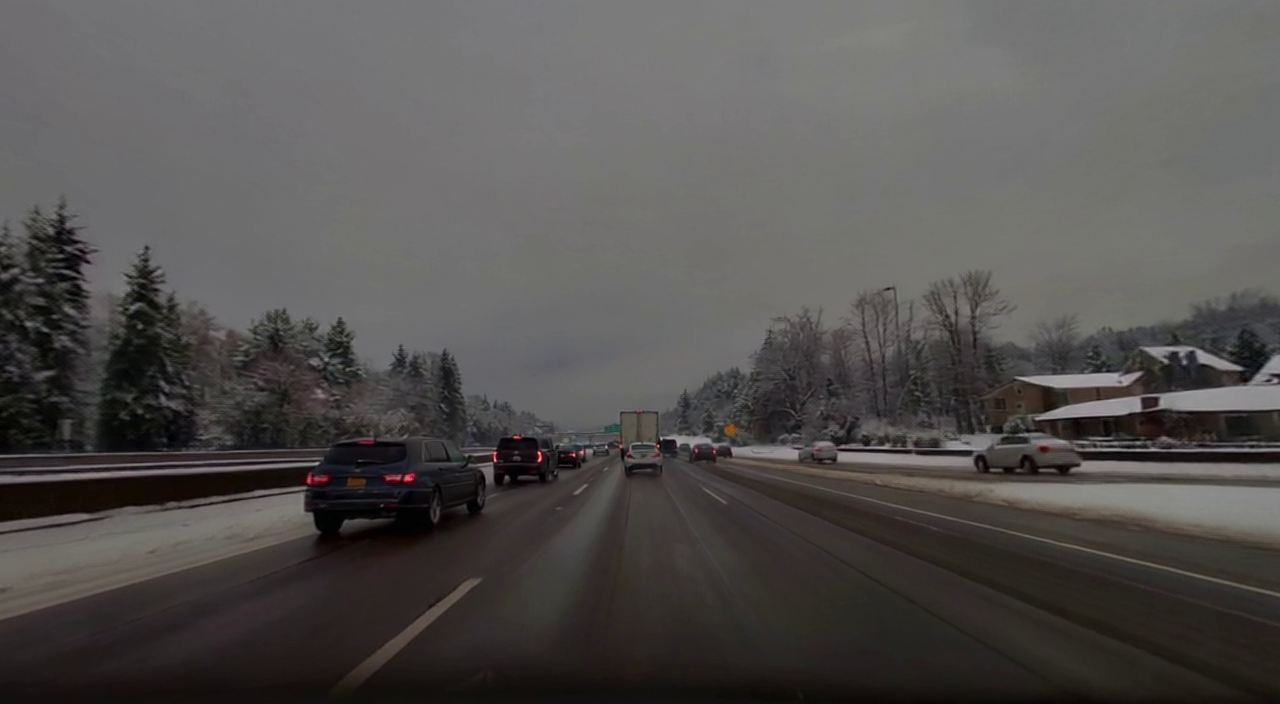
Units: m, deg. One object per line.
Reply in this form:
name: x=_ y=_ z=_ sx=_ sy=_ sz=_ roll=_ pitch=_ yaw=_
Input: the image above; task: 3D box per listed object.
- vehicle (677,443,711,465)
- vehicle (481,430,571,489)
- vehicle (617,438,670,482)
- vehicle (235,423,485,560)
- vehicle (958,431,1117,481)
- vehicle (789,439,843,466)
vehicle: x=3.937 y=7.522 z=46.730 sx=2.027 sy=1.554 sz=4.252 roll=0 pitch=-9 yaw=-1
vehicle: x=-4.084 y=3.997 z=23.799 sx=2.301 sy=1.944 sz=5.482 roll=0 pitch=-9 yaw=1
vehicle: x=0.131 y=4.518 z=26.663 sx=2.063 sy=1.703 sz=4.203 roll=0 pitch=-9 yaw=0
vehicle: x=-3.931 y=2.022 z=9.801 sx=1.988 sy=1.668 sz=4.021 roll=0 pitch=-9 yaw=0
vehicle: x=13.272 y=3.533 z=21.560 sx=1.905 sy=1.490 sz=4.826 roll=1 pitch=-9 yaw=-6
vehicle: x=11.671 y=6.702 z=42.143 sx=2.048 sy=1.674 sz=4.106 roll=1 pitch=-9 yaw=-5
